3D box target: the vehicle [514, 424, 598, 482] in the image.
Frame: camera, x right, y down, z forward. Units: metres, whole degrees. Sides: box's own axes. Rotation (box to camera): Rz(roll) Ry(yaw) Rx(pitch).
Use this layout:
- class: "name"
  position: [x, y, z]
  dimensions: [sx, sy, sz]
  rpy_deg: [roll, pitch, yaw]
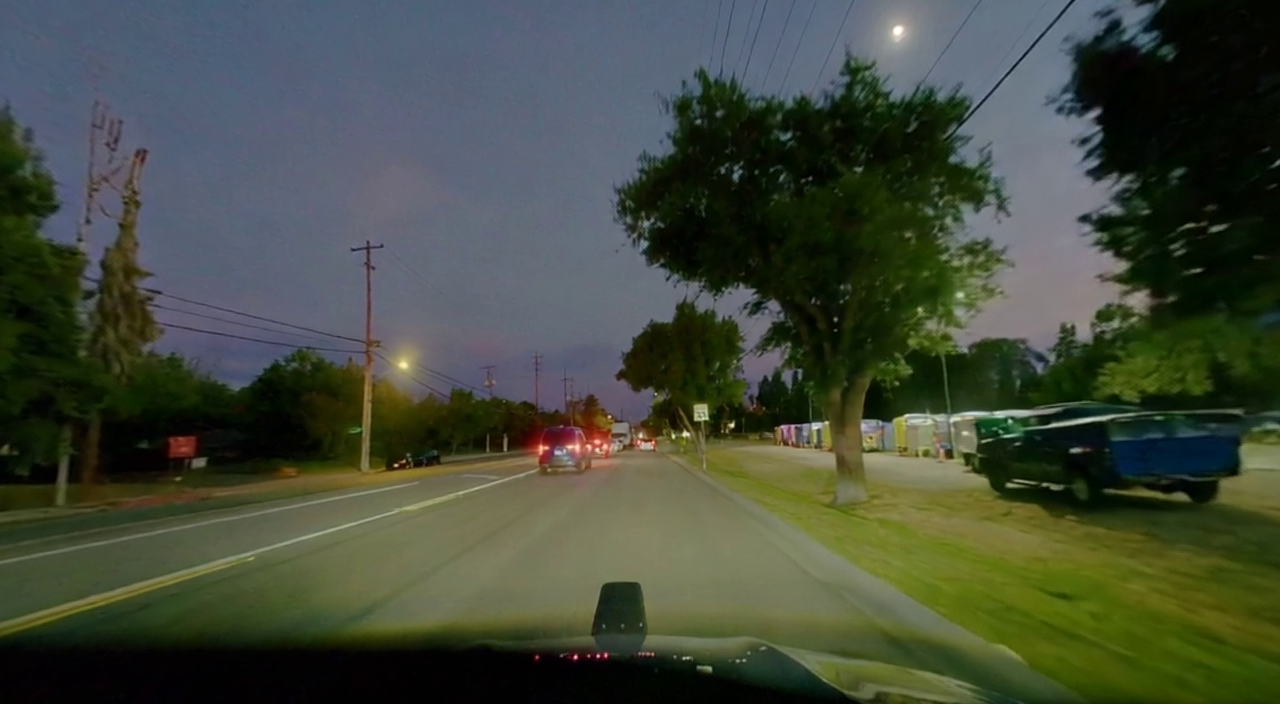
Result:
- class: "vehicle"
  position: [-2.840, 3.599, 22.694]
  dimensions: [2.180, 1.818, 5.117]
  rpy_deg: [0, -8, 2]
